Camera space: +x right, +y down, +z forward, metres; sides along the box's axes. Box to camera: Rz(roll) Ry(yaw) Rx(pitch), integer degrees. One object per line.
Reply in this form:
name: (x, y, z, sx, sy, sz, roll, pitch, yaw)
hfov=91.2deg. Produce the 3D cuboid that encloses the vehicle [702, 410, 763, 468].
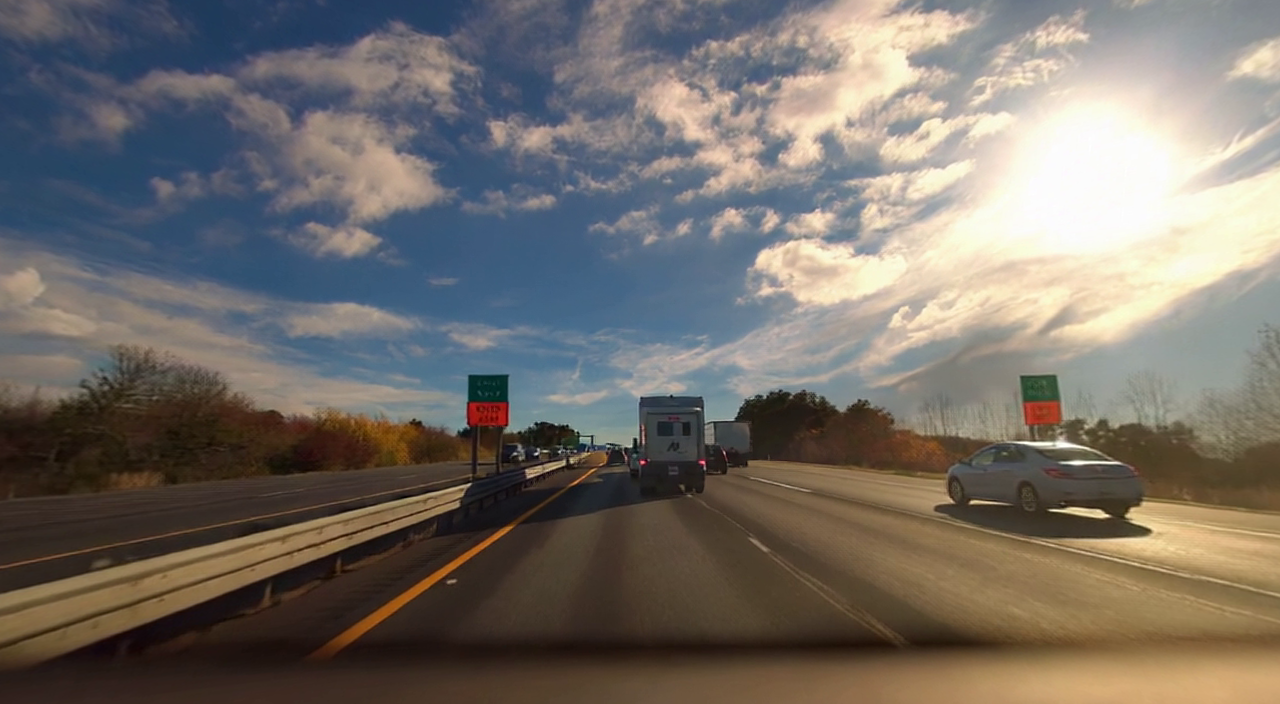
vehicle: (6.728, 6.598, 47.124, 2.928, 3.900, 10.014, 0, -9, 0)

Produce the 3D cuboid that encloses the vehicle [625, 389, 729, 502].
vehicle: (1.187, 2.747, 18.415, 2.506, 2.743, 6.093, -1, -9, 6)

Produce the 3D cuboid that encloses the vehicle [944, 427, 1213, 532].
vehicle: (7.457, 2.188, 11.251, 1.988, 1.534, 3.763, 0, -9, -2)
